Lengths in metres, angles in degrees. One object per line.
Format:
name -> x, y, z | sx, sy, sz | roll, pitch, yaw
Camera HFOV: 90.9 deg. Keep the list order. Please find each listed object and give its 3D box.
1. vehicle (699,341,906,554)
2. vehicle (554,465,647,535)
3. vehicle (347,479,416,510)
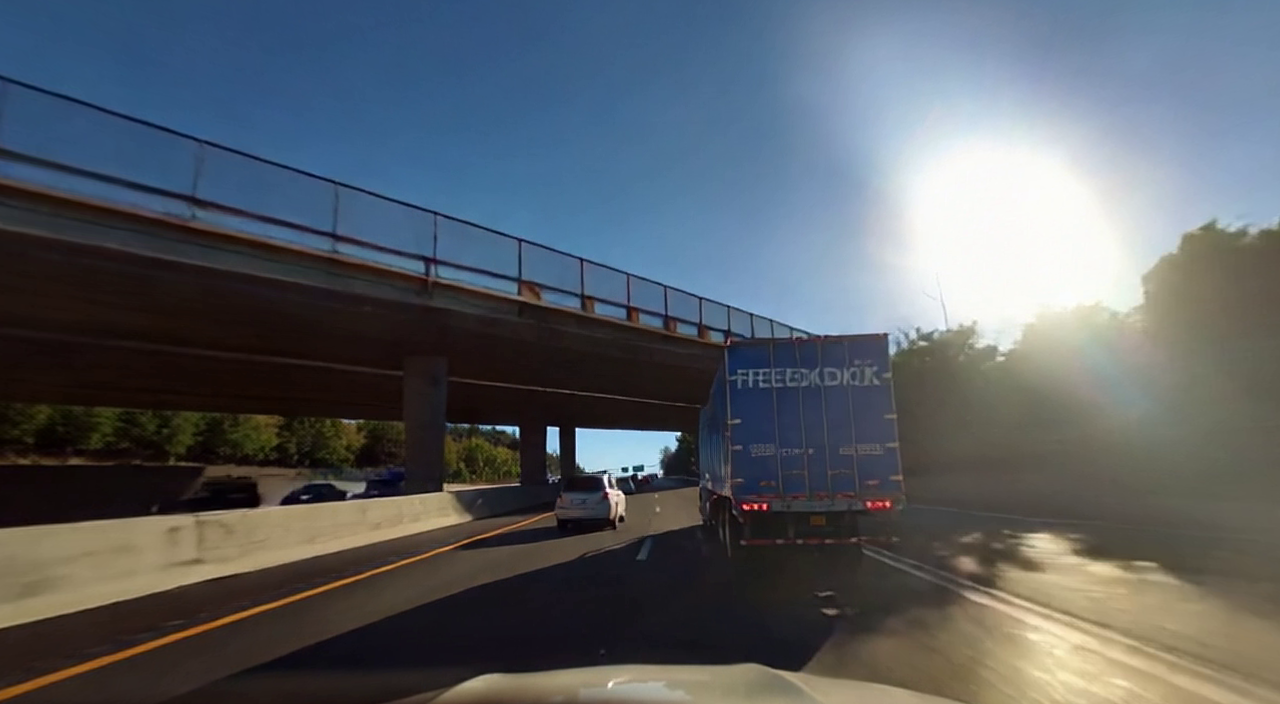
vehicle -> 3.342, 2.544, 16.149 | 2.980, 3.834, 9.423 | 0, -10, 1
vehicle -> -0.949, 4.099, 17.977 | 2.124, 1.653, 4.857 | 0, -10, 3
vehicle -> -13.932, 7.668, 34.170 | 1.788, 1.465, 4.145 | 0, -11, 3
